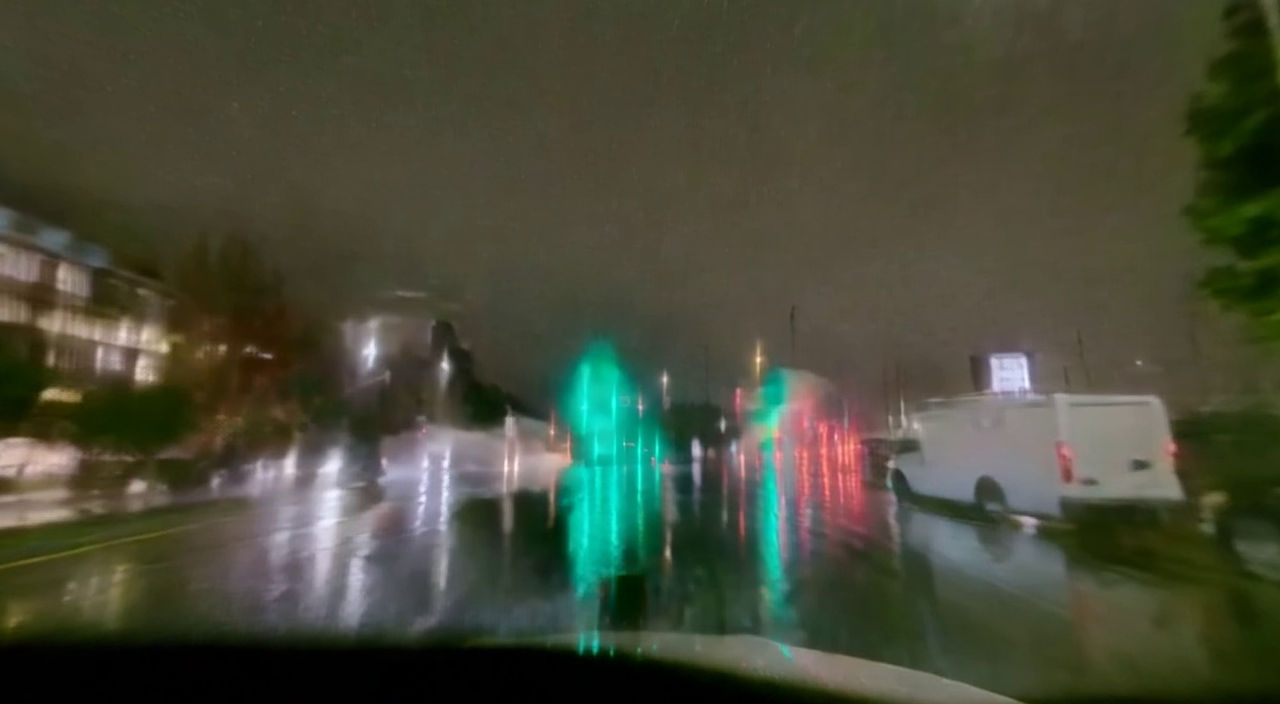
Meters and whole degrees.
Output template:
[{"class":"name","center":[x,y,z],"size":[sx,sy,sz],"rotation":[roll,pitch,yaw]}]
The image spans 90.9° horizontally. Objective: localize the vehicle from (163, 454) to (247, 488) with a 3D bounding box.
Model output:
[{"class":"vehicle","center":[-22.661,6.176,33.053],"size":[1.875,1.528,3.717],"rotation":[-4,-9,-2]}]

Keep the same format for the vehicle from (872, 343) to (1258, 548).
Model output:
[{"class":"vehicle","center":[6.994,1.747,11.985],"size":[2.391,2.750,6.853],"rotation":[0,-8,-1]}]

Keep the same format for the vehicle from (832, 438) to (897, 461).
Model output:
[{"class":"vehicle","center":[17.469,7.630,49.324],"size":[4.329,1.502,2.122],"rotation":[-3,-5,6]}]

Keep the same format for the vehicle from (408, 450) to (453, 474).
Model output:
[{"class":"vehicle","center":[-15.853,8.311,47.906],"size":[1.945,1.737,4.358],"rotation":[0,-8,0]}]

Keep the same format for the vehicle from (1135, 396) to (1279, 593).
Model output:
[{"class":"vehicle","center":[6.860,1.201,5.072],"size":[1.889,1.799,4.704],"rotation":[0,-8,0]}]

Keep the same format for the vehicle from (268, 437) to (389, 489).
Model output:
[{"class":"vehicle","center":[-12.320,4.409,25.423],"size":[2.419,1.787,4.859],"rotation":[-1,-8,0]}]
